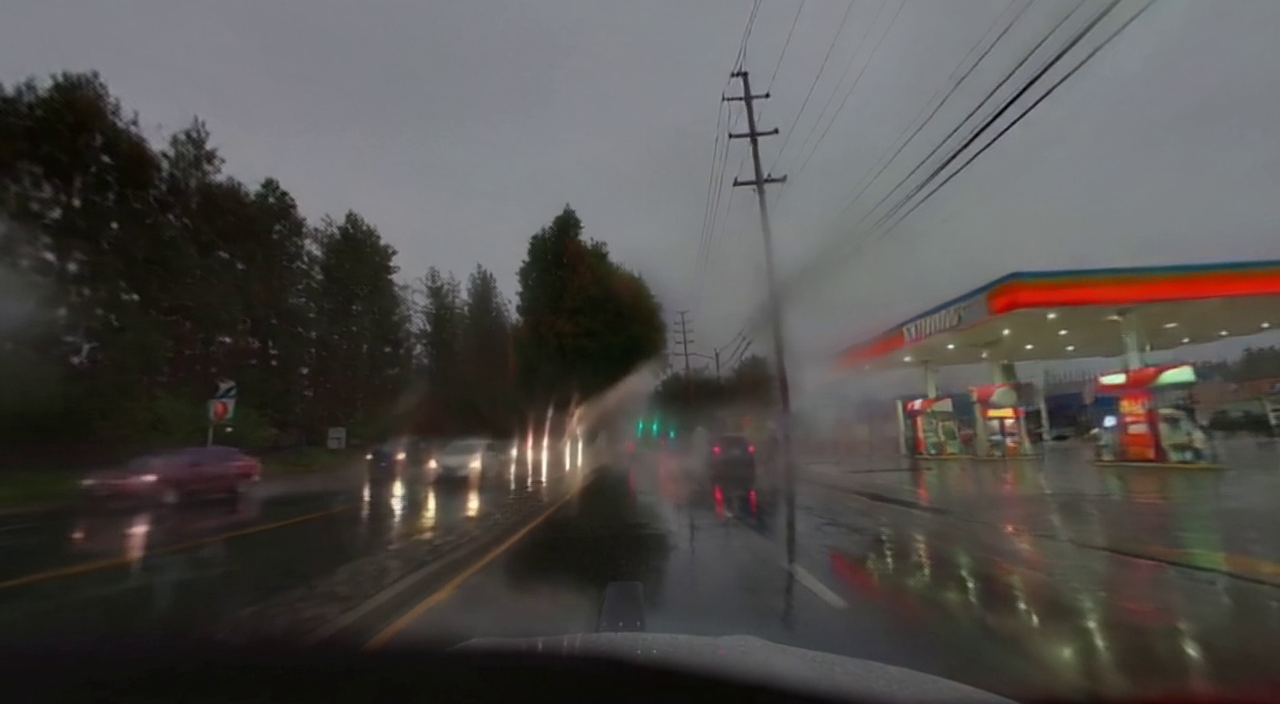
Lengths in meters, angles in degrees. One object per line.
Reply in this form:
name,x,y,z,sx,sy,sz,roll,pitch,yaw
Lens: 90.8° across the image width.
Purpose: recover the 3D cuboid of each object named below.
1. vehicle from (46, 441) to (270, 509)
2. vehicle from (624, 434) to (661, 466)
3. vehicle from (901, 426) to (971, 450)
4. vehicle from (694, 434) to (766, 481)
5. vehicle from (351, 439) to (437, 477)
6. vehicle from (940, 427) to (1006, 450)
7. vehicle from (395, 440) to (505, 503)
vehicle,-12.488,3.182,16.937,2.264,1.515,4.718,-1,-8,1
vehicle,0.115,5.995,38.858,2.163,1.825,4.073,0,-8,0
vehicle,23.248,6.803,49.808,2.187,1.757,4.663,3,-9,-22
vehicle,3.335,4.026,24.344,1.990,1.592,4.294,0,-8,-2
vehicle,-11.612,5.023,30.194,2.186,1.607,4.488,-1,-8,1
vehicle,26.221,6.860,49.925,1.970,1.691,4.262,3,-9,-22
vehicle,-4.930,3.129,16.959,1.816,1.484,3.629,0,-8,0
